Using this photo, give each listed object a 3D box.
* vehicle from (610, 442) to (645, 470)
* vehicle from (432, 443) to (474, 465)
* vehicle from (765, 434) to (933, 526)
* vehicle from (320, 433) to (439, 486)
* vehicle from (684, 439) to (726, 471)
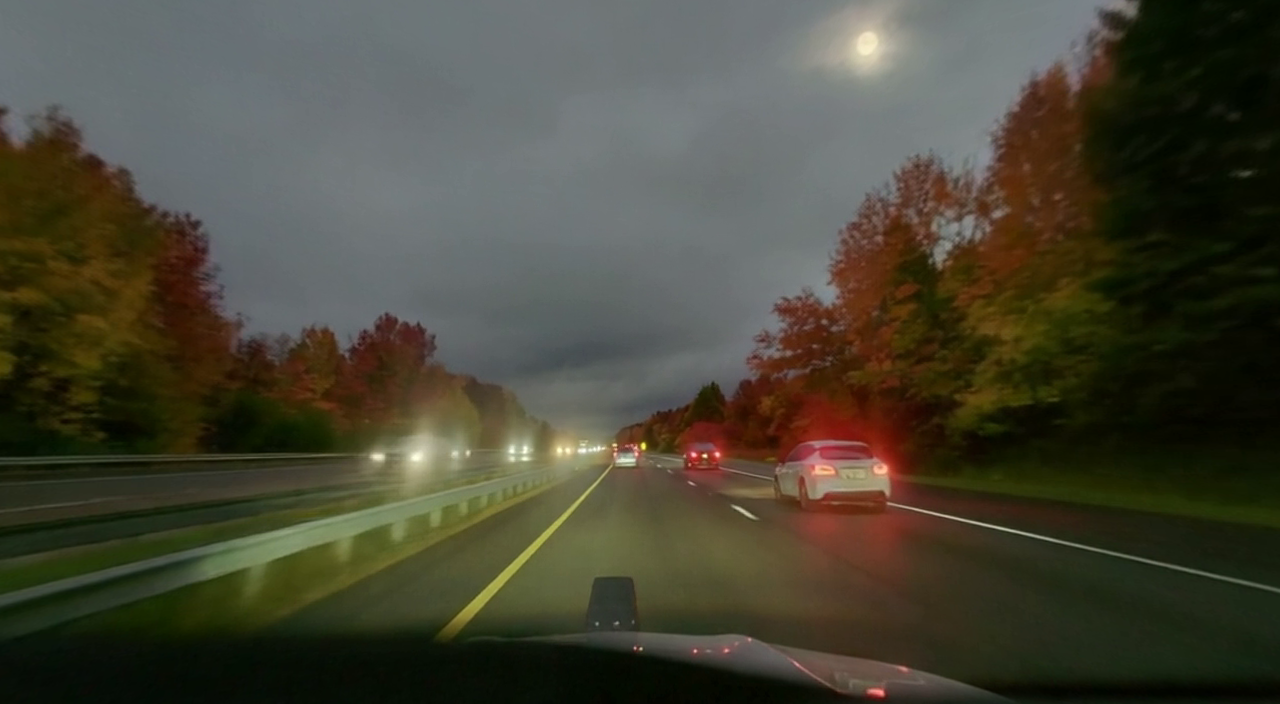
[{"bbox_3d":[-0.808,6.694,40.473,2.151,1.693,4.201,0,-9,-1],"label":"vehicle"},{"bbox_3d":[-13.488,7.348,45.412,1.874,1.498,3.922,0,-9,-1],"label":"vehicle"},{"bbox_3d":[3.921,2.457,12.565,1.968,1.513,3.911,0,-9,0],"label":"vehicle"},{"bbox_3d":[-8.292,3.455,20.466,1.918,1.511,4.549,0,-9,0],"label":"vehicle"},{"bbox_3d":[3.786,6.058,37.130,1.982,1.745,4.151,0,-9,-1],"label":"vehicle"}]
